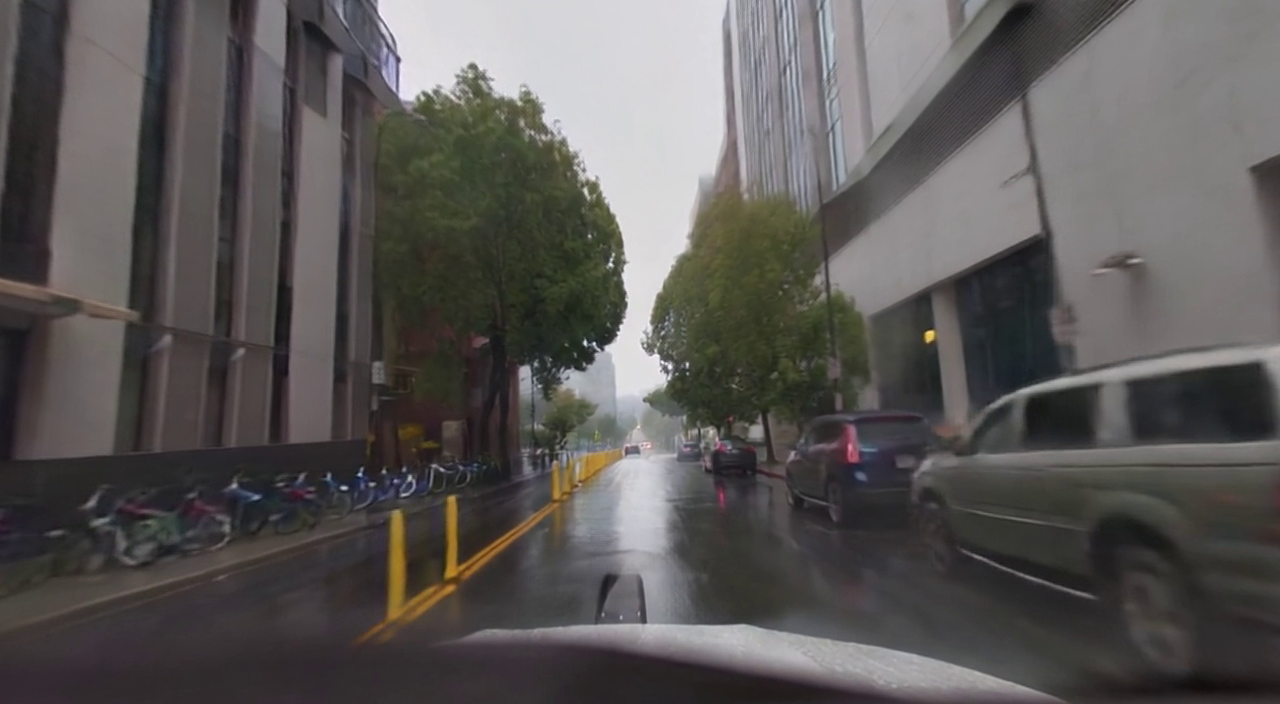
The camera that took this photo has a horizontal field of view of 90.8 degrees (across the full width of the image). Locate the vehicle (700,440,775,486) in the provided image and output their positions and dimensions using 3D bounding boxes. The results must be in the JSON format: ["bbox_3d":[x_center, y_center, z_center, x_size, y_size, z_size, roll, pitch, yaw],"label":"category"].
[{"bbox_3d":[3.405,3.972,23.057,1.963,1.445,4.948,-1,-8,1],"label":"vehicle"}]

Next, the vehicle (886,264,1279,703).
[{"bbox_3d":[3.512,0.814,3.778,2.127,1.864,4.892,-1,-9,1],"label":"vehicle"}]
